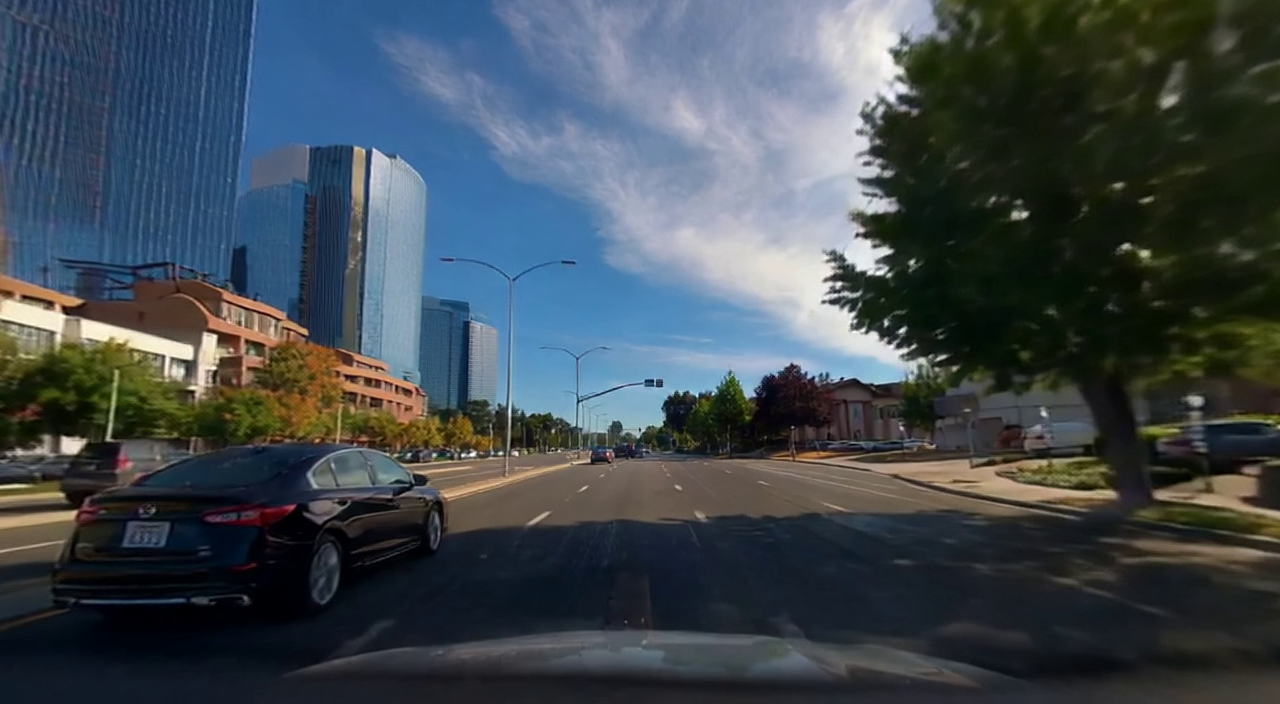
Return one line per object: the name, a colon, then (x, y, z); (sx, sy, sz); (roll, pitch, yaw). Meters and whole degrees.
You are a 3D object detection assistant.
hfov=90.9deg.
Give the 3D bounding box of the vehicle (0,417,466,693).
vehicle: (-3.369, 1.553, 6.033); (2.009, 1.489, 4.543); (-5, -8, 0)
